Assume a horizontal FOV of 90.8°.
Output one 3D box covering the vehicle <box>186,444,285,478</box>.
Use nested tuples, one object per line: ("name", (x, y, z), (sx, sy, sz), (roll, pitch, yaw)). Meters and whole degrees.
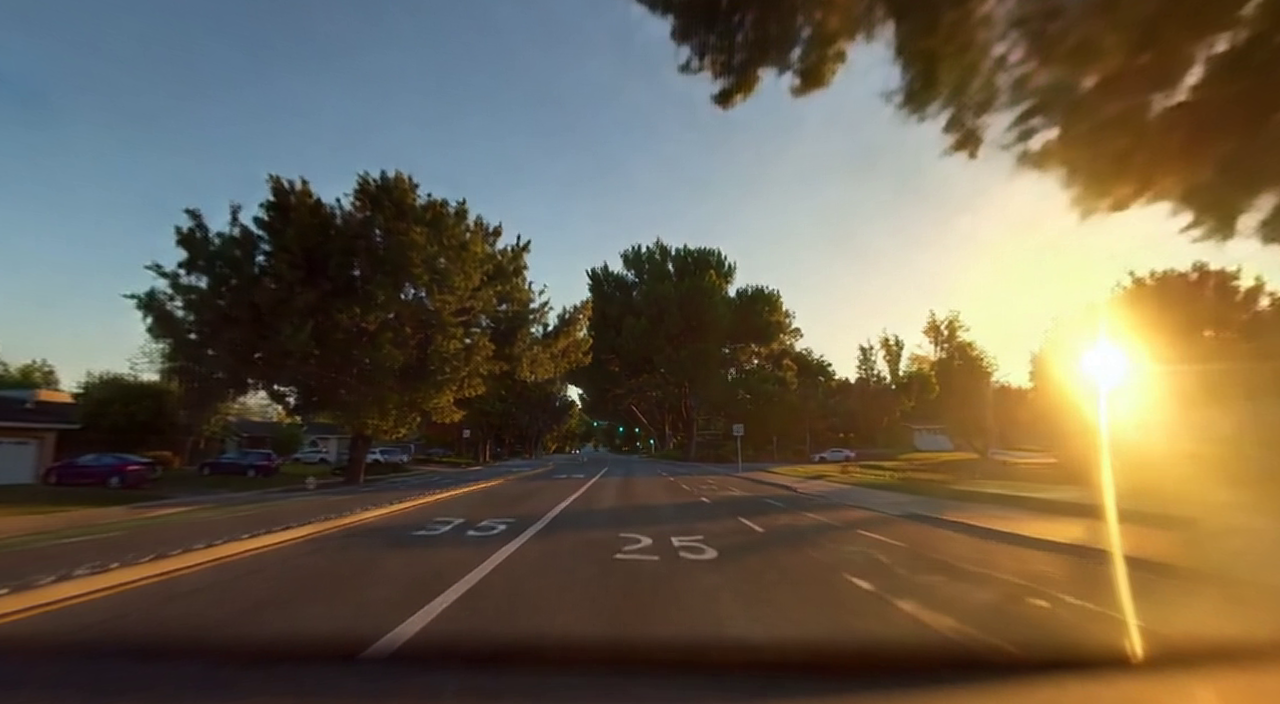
("vehicle", (-21.374, 5.794, 33.503), (3.886, 1.641, 1.850), (1, -11, 0))

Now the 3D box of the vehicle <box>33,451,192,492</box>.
("vehicle", (-20.442, 4.616, 24.592), (4.536, 1.502, 1.975), (-1, -9, 5))

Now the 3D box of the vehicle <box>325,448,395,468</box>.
("vehicle", (-21.668, 8.245, 49.016), (4.495, 1.472, 1.833), (0, -9, -1))
